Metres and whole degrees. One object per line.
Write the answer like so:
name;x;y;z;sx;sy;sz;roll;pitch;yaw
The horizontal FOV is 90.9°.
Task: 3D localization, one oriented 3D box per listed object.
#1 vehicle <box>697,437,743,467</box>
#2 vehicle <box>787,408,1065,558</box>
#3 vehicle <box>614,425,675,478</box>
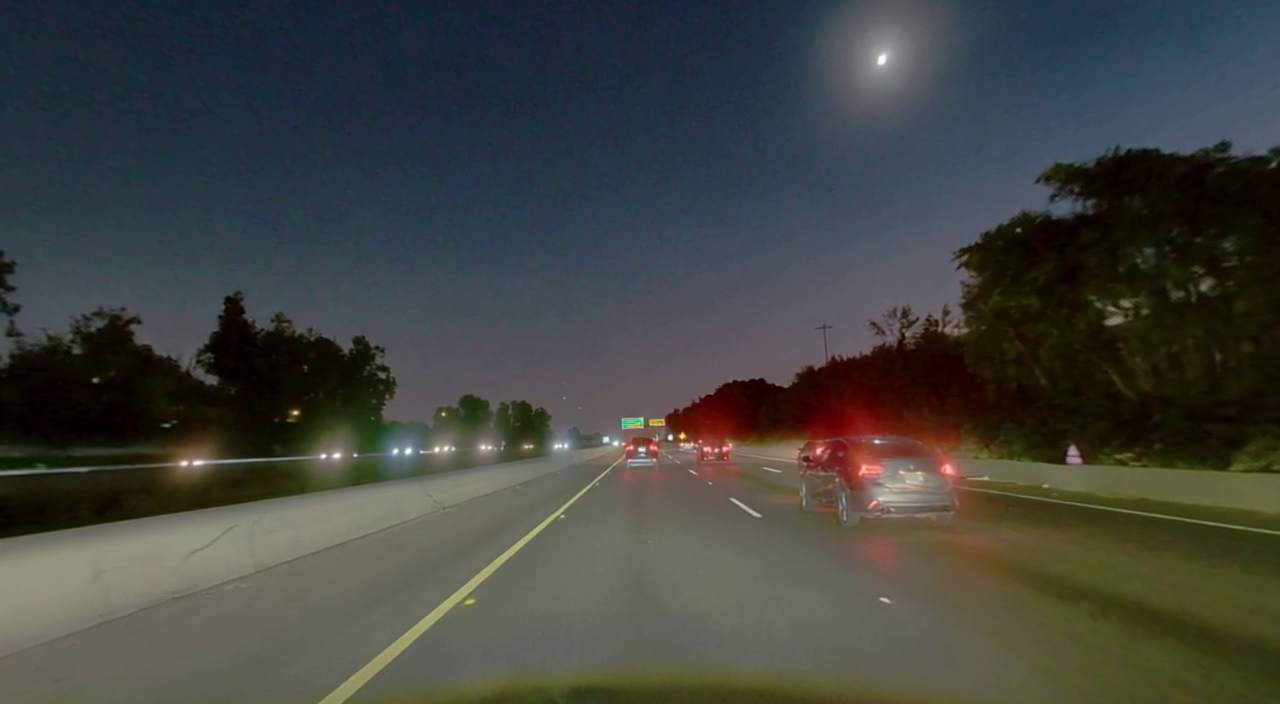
vehicle;4.220;5.349;33.784;1.825;1.487;4.034;0;-8;-1
vehicle;3.745;1.788;9.359;2.003;1.661;4.418;0;-8;0
vehicle;0.159;3.877;24.761;2.189;1.852;4.038;0;-8;0
